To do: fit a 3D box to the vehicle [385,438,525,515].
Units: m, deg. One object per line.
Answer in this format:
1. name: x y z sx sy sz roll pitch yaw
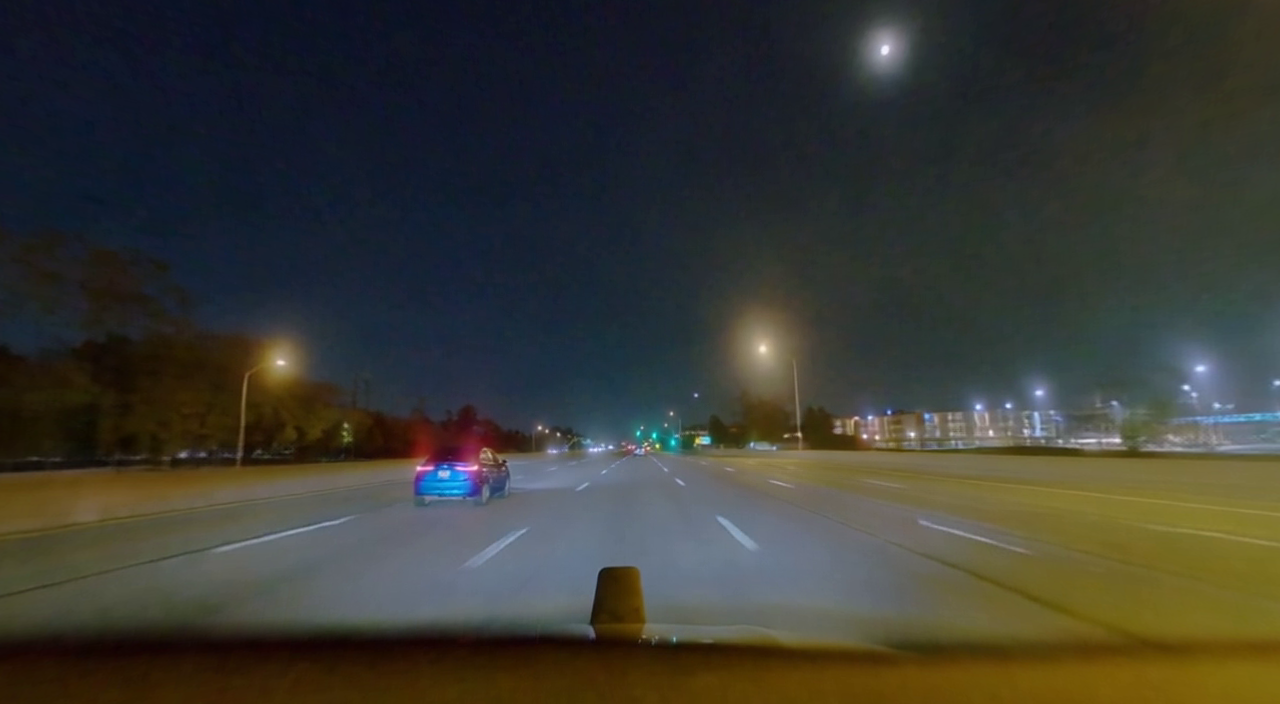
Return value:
1. vehicle: -4.077 2.809 14.777 1.900 1.492 4.495 0 -9 0
